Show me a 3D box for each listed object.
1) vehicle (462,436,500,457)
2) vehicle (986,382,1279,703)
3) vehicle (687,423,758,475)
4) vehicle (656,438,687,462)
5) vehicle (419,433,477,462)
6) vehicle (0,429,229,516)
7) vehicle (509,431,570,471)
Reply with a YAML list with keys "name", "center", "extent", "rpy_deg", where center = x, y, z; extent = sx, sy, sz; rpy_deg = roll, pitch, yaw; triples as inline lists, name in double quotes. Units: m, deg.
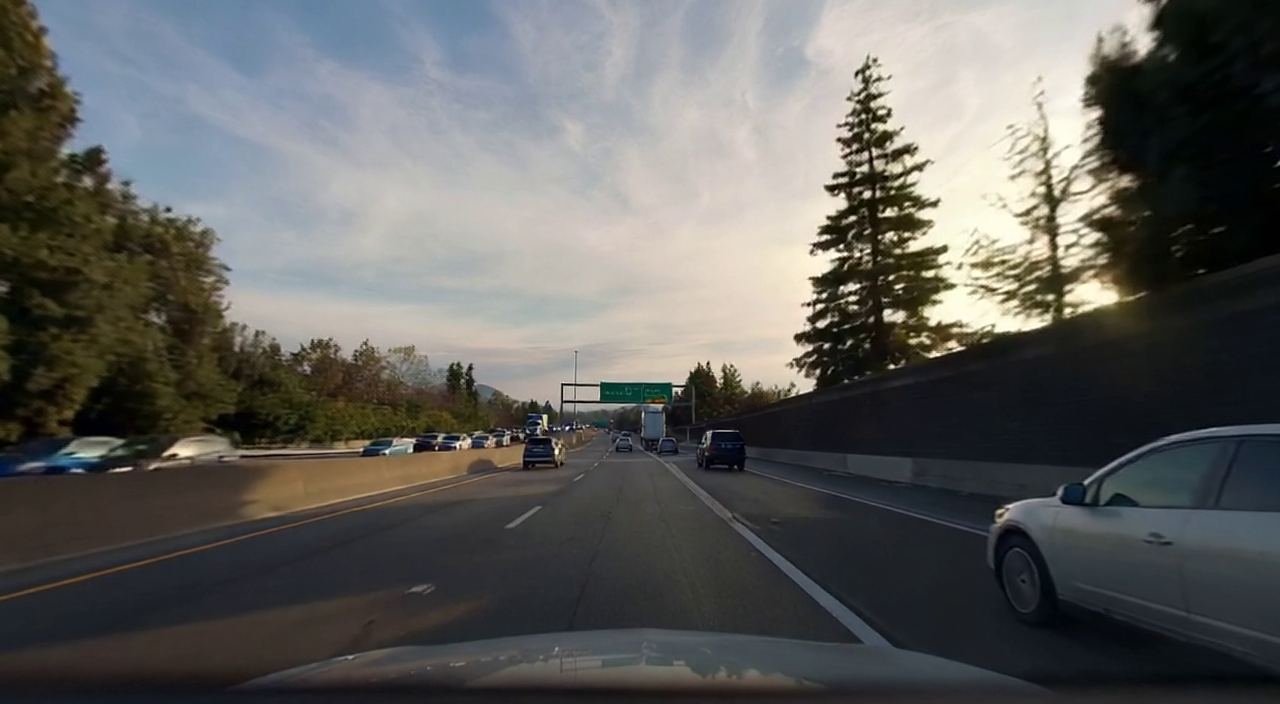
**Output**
- name: "vehicle"
  center: [-11.680, 6.985, 46.534]
  extent: [1.727, 1.433, 3.940]
  rpy_deg: [0, -8, 1]
- name: "vehicle"
  center: [3.655, 0.859, 2.436]
  extent: [2.127, 1.497, 4.445]
  rpy_deg: [0, -8, 1]
- name: "vehicle"
  center: [3.323, 4.065, 26.614]
  extent: [2.207, 1.937, 5.610]
  rpy_deg: [0, -8, 0]
- name: "vehicle"
  center: [1.996, 6.364, 41.106]
  extent: [1.844, 1.462, 3.736]
  rpy_deg: [0, -8, 0]
- name: "vehicle"
  center: [-11.008, 5.523, 36.457]
  extent: [1.948, 1.538, 4.322]
  rpy_deg: [0, -8, 1]
- name: "vehicle"
  center: [-10.470, 2.301, 12.534]
  extent: [1.944, 1.446, 3.739]
  rpy_deg: [0, -8, 1]
- name: "vehicle"
  center: [-4.465, 4.465, 28.552]
  extent: [2.058, 1.689, 4.315]
  rpy_deg: [0, -8, 0]
